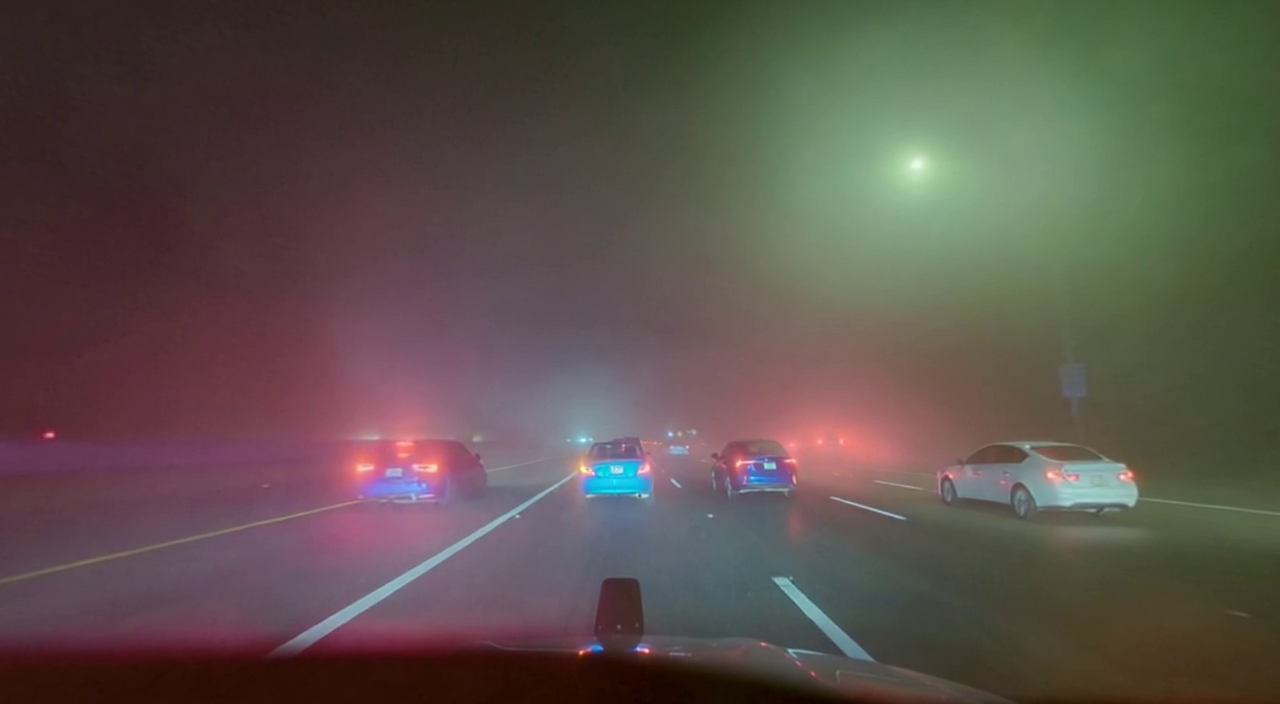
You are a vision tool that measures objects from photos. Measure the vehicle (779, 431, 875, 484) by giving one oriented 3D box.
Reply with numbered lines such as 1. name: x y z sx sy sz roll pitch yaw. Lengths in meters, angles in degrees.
1. vehicle: 6.727 3.855 23.212 2.022 1.735 4.400 1 -9 -2

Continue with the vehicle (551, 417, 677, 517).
1. vehicle: -0.486 2.316 13.042 2.181 1.728 3.970 0 -9 -1

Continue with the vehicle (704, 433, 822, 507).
1. vehicle: 2.846 2.839 15.567 1.975 1.532 4.227 1 -9 -1

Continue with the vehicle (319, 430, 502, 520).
1. vehicle: -4.555 2.524 13.502 2.071 1.537 4.912 0 -9 0

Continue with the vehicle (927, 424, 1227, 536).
1. vehicle: 7.640 2.277 11.819 2.106 1.641 4.671 1 -9 -3
